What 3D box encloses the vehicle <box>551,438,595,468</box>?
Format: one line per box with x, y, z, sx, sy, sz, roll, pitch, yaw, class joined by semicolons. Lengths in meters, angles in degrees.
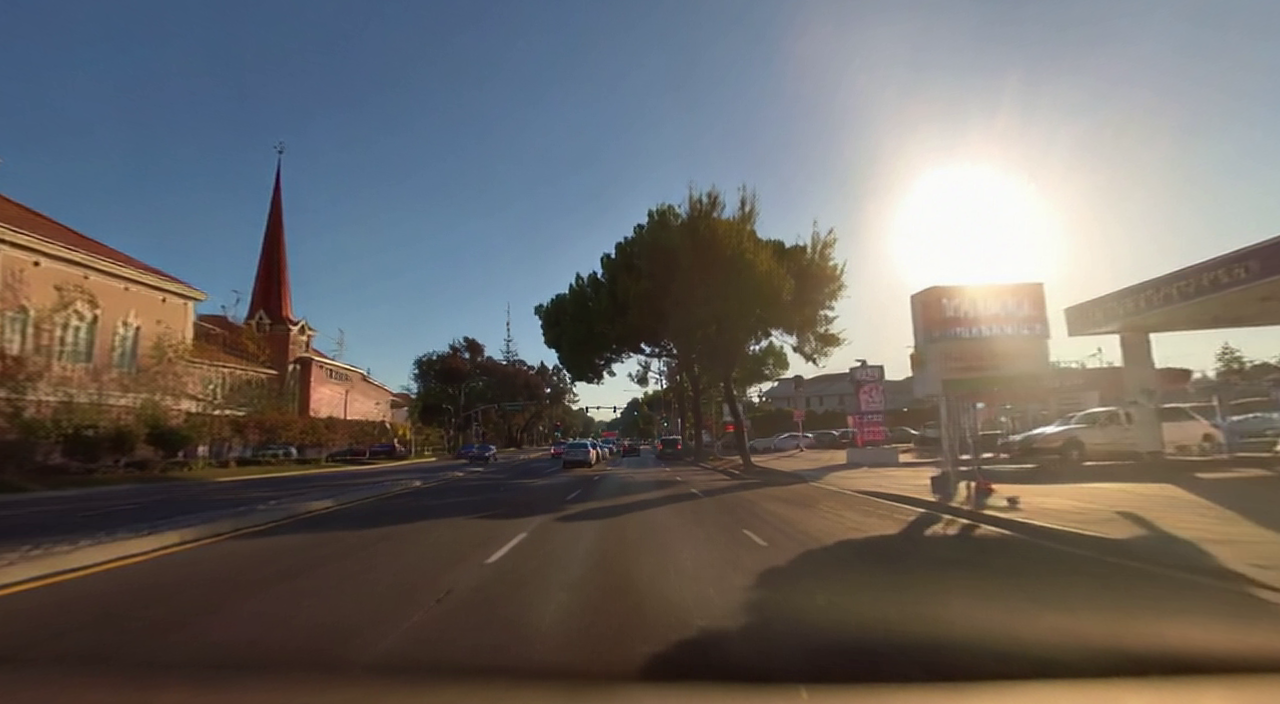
-3.847;5.887;37.010;2.040;1.661;4.573;0;-8;1;vehicle
